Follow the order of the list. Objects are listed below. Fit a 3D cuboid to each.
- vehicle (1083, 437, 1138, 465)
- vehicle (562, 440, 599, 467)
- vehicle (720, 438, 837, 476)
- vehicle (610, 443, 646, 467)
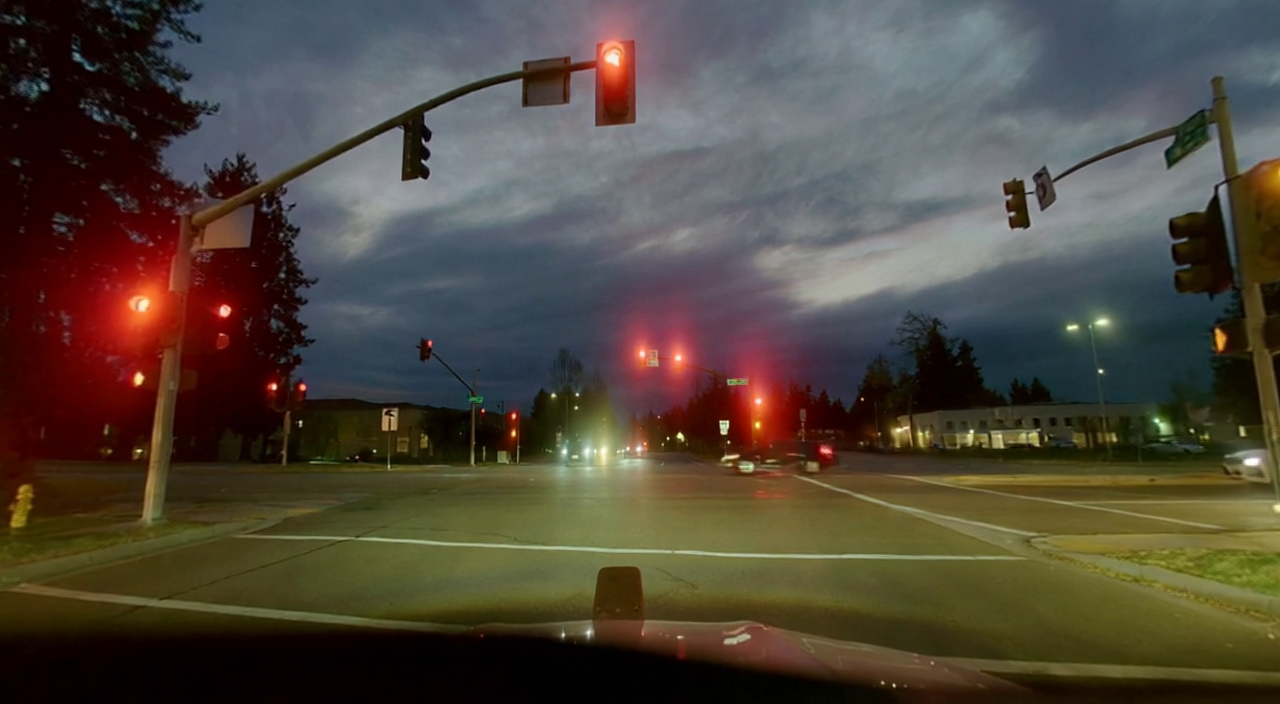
[{"bbox_3d":[26.972,5.652,36.141,2.092,1.474,4.046,-8,-11,40],"label":"vehicle"},{"bbox_3d":[-4.113,7.103,44.251,2.251,1.756,4.610,0,-9,-2],"label":"vehicle"},{"bbox_3d":[5.766,4.380,26.375,4.588,1.484,2.000,-3,-9,14],"label":"vehicle"},{"bbox_3d":[-0.862,6.856,42.143,2.056,1.492,3.937,1,-9,-6],"label":"vehicle"}]
